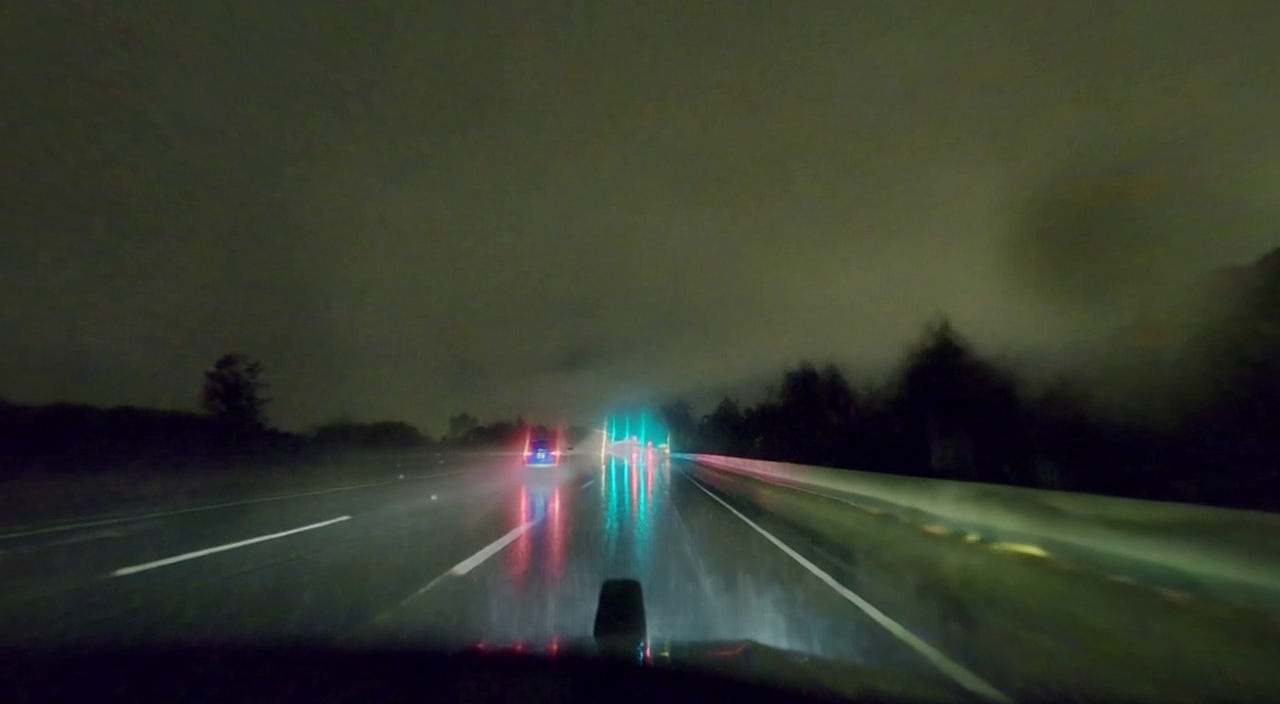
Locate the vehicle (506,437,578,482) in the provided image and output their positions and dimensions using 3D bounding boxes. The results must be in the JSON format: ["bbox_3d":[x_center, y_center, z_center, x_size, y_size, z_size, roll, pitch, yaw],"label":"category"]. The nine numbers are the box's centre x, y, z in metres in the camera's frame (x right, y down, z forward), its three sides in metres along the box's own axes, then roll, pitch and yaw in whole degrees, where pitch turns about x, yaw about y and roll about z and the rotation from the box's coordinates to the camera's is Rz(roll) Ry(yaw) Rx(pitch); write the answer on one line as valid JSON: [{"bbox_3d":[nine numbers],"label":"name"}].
[{"bbox_3d":[-4.139,4.674,27.622,2.272,1.759,5.058,0,-9,1],"label":"vehicle"}]
